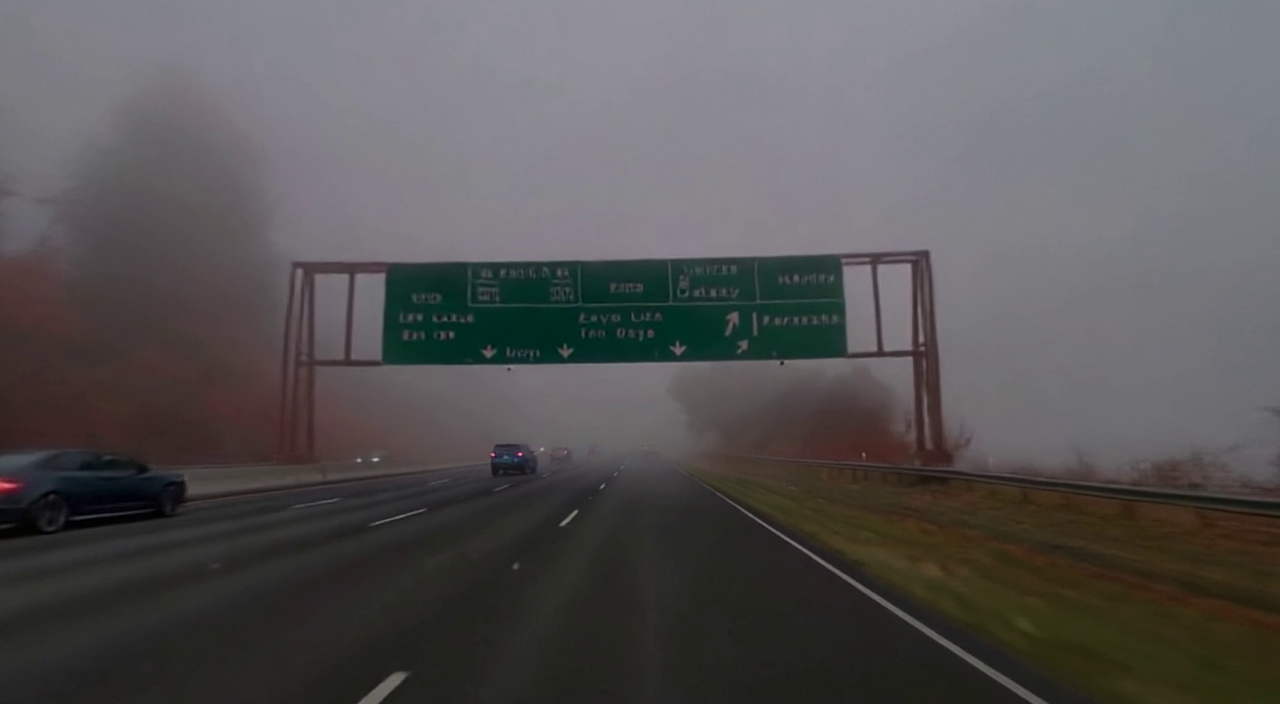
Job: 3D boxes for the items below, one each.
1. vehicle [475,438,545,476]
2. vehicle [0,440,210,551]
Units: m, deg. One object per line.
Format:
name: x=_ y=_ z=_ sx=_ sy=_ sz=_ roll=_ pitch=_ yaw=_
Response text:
vehicle: x=-6.297 y=5.167 z=31.165 sx=2.402 sy=1.733 sz=4.512 roll=0 pitch=-9 yaw=1
vehicle: x=-9.906 y=2.270 z=10.573 sx=2.122 sy=1.511 sz=4.576 roll=0 pitch=-9 yaw=0
